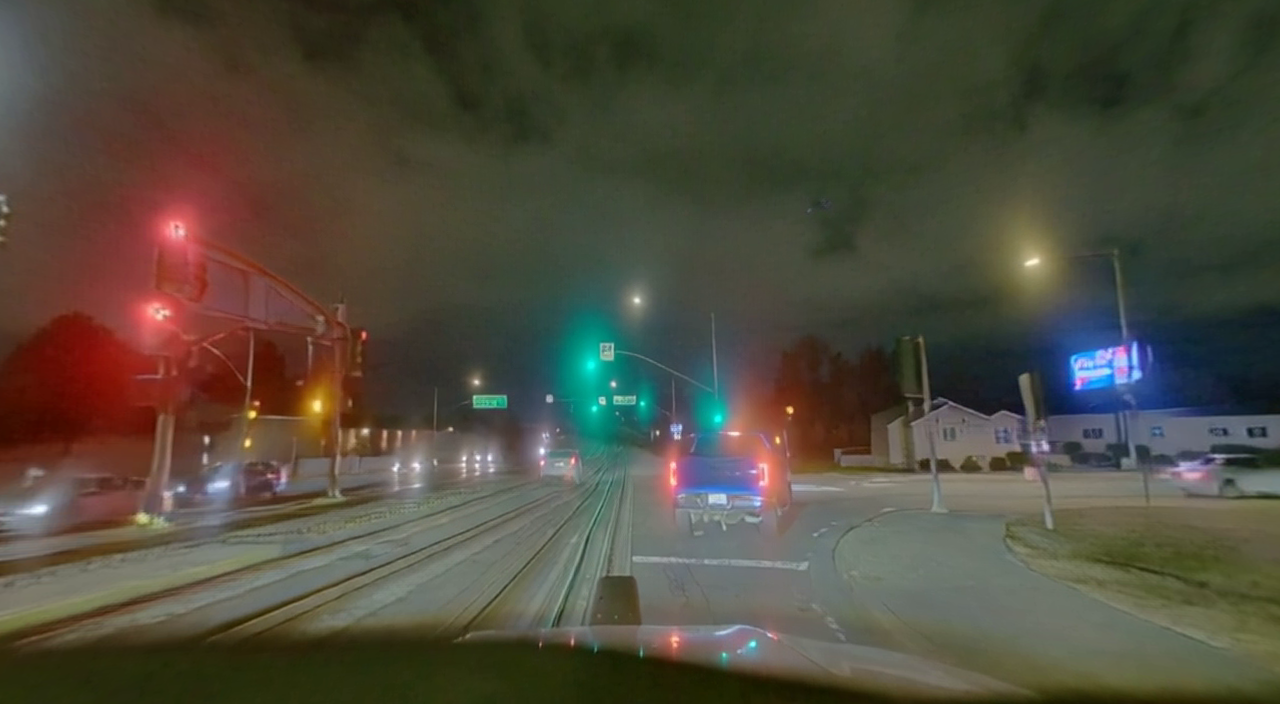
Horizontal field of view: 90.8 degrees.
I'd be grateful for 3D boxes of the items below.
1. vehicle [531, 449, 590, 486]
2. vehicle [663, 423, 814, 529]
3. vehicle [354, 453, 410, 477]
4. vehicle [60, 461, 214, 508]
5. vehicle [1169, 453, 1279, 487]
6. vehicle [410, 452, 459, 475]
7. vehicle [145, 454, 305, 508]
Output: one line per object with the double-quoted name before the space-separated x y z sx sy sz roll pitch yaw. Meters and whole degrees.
"vehicle" -3.421 5.088 28.114 2.004 1.482 4.799 0 -9 0
"vehicle" 2.497 2.741 14.544 2.404 1.926 5.251 -4 -10 20
"vehicle" -17.481 7.657 43.009 1.908 1.482 4.621 0 -9 -1
"vehicle" -16.938 4.440 21.602 1.880 1.377 4.201 0 -9 -2
"vehicle" 27.778 5.461 29.403 4.412 1.494 2.136 0 -9 -2
"vehicle" -13.747 7.470 42.511 1.864 1.456 4.409 0 -9 -1
"vehicle" -12.990 4.031 20.243 2.027 1.482 4.711 0 -9 -1
